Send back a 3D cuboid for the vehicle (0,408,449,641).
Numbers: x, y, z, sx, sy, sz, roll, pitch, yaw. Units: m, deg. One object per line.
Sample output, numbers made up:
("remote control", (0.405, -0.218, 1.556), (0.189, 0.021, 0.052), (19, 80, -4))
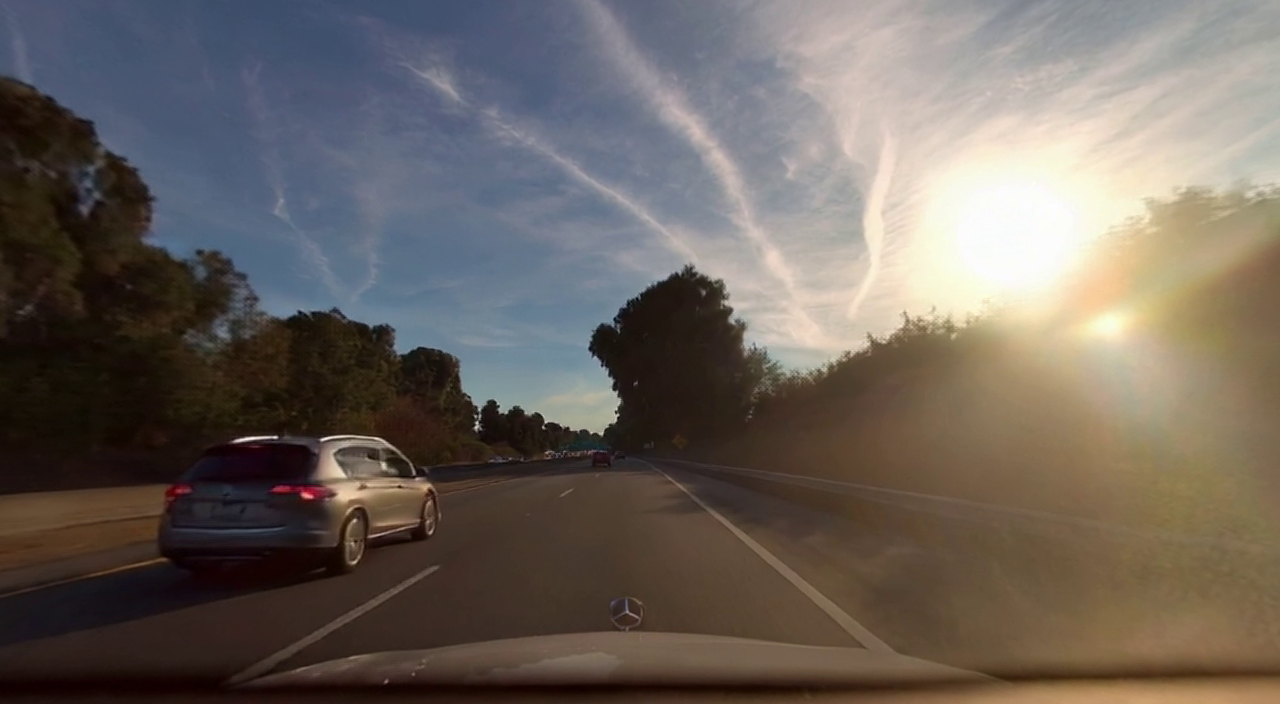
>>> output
("vehicle", (-3.908, 1.603, 6.937), (2.135, 1.686, 4.517), (0, -9, 1))
